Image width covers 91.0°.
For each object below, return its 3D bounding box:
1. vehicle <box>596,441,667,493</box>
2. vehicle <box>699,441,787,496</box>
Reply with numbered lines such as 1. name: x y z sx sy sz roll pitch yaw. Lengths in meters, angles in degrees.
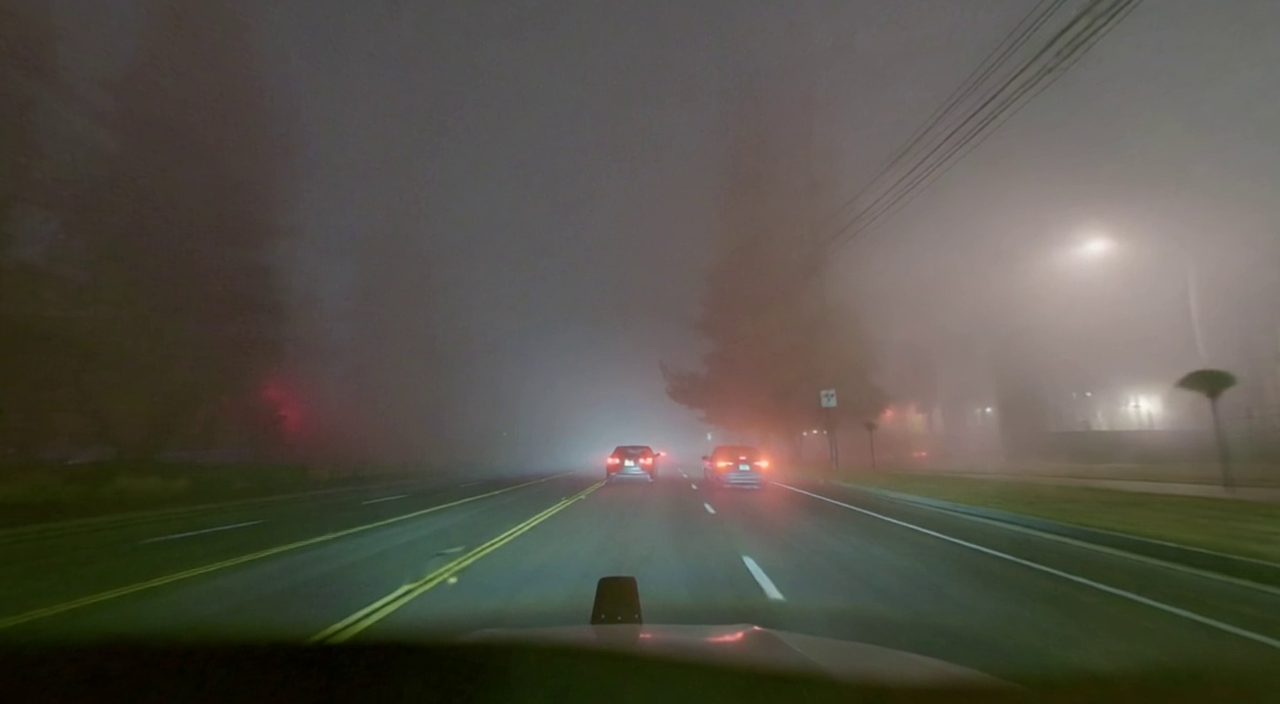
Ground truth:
1. vehicle: -0.158 3.646 20.316 2.030 1.467 4.403 -1 -9 3
2. vehicle: 2.959 3.449 19.010 2.065 1.456 4.099 0 -9 1
